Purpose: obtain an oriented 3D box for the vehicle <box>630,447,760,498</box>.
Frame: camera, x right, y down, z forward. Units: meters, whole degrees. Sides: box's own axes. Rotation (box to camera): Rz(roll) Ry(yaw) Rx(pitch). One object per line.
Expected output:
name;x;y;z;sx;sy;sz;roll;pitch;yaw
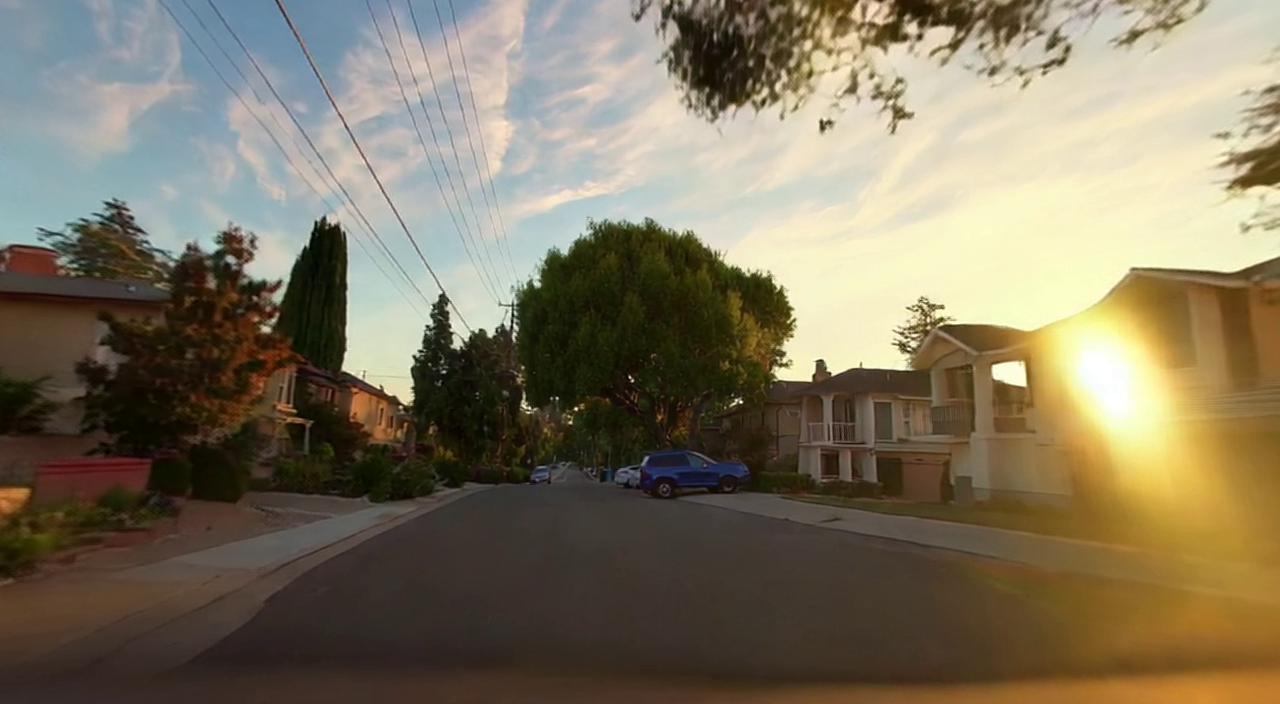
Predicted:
vehicle;1.951;4.375;23.252;4.413;1.728;1.869;1;-8;-10
